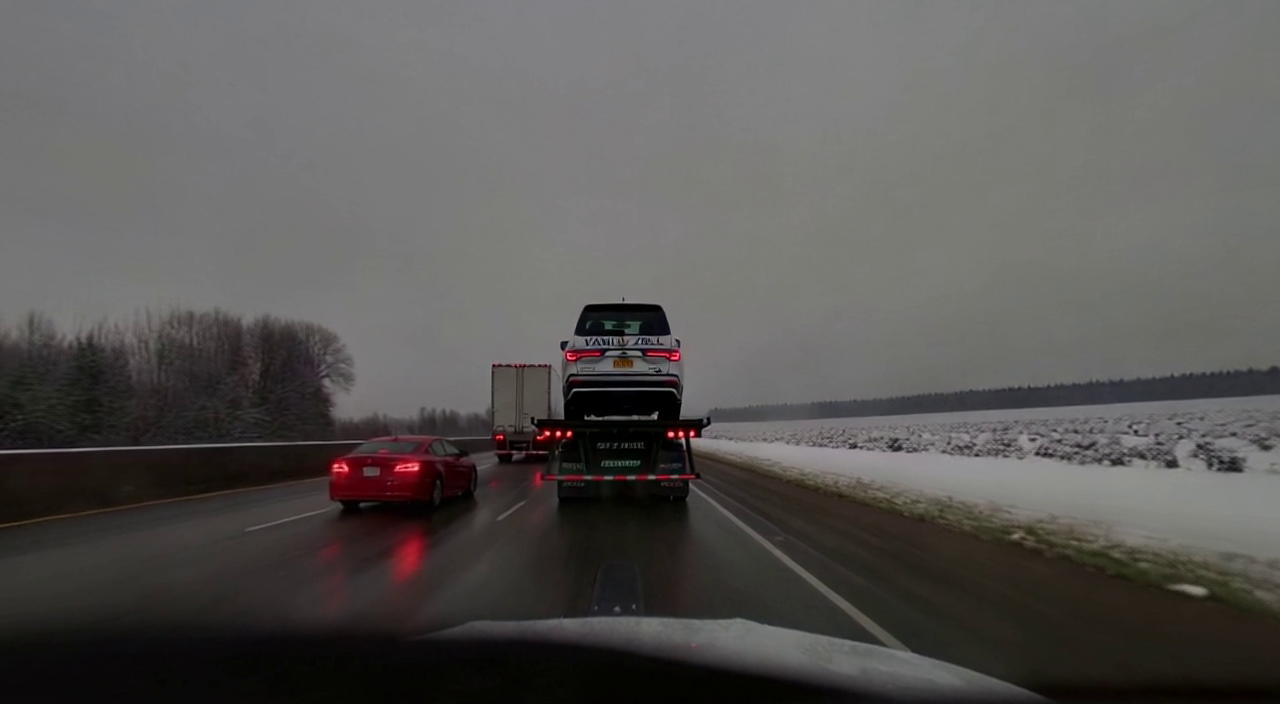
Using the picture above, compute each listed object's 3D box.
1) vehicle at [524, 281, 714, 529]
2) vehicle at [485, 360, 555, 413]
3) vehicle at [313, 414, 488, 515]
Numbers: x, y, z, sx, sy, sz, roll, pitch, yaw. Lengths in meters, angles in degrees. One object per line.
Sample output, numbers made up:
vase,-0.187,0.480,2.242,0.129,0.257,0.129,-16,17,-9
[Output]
vehicle,-0.466,1.334,13.868,2.738,3.628,9.223,0,-7,-2
vehicle,-4.715,1.484,25.398,2.118,1.799,4.591,0,-7,-3
vehicle,-4.539,2.180,12.780,1.914,1.675,4.331,0,-7,-1
